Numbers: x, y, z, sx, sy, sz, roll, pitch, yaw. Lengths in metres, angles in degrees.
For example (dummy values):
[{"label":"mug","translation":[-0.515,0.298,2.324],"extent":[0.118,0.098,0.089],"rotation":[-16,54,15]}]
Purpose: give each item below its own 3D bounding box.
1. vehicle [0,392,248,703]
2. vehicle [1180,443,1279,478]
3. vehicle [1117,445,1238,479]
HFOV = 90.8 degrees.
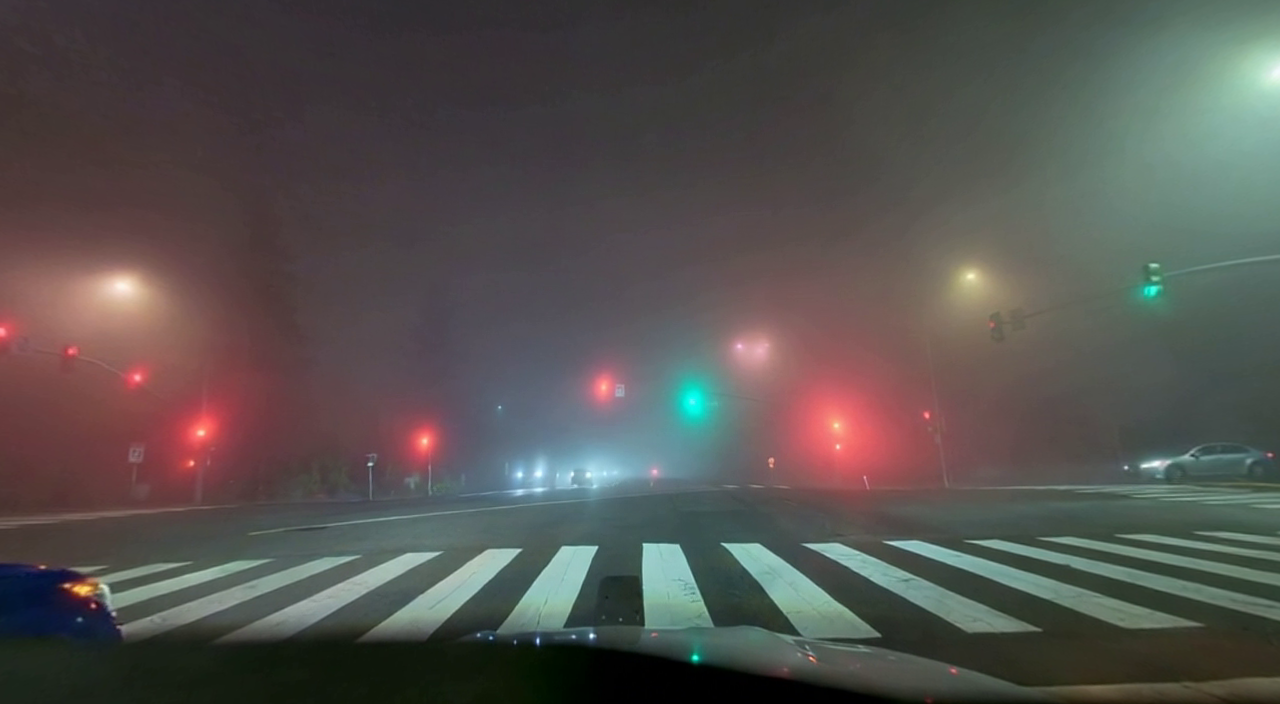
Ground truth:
[{"label":"vehicle","translation":[-2.992,0.785,1.260],"extent":[1.969,1.513,3.773],"rotation":[0,-9,0]},{"label":"vehicle","translation":[25.685,4.536,26.579],"extent":[4.347,1.411,1.784],"rotation":[0,-9,-3]},{"label":"vehicle","translation":[25.095,5.106,29.563],"extent":[4.123,1.469,1.790],"rotation":[0,-8,-5]}]
